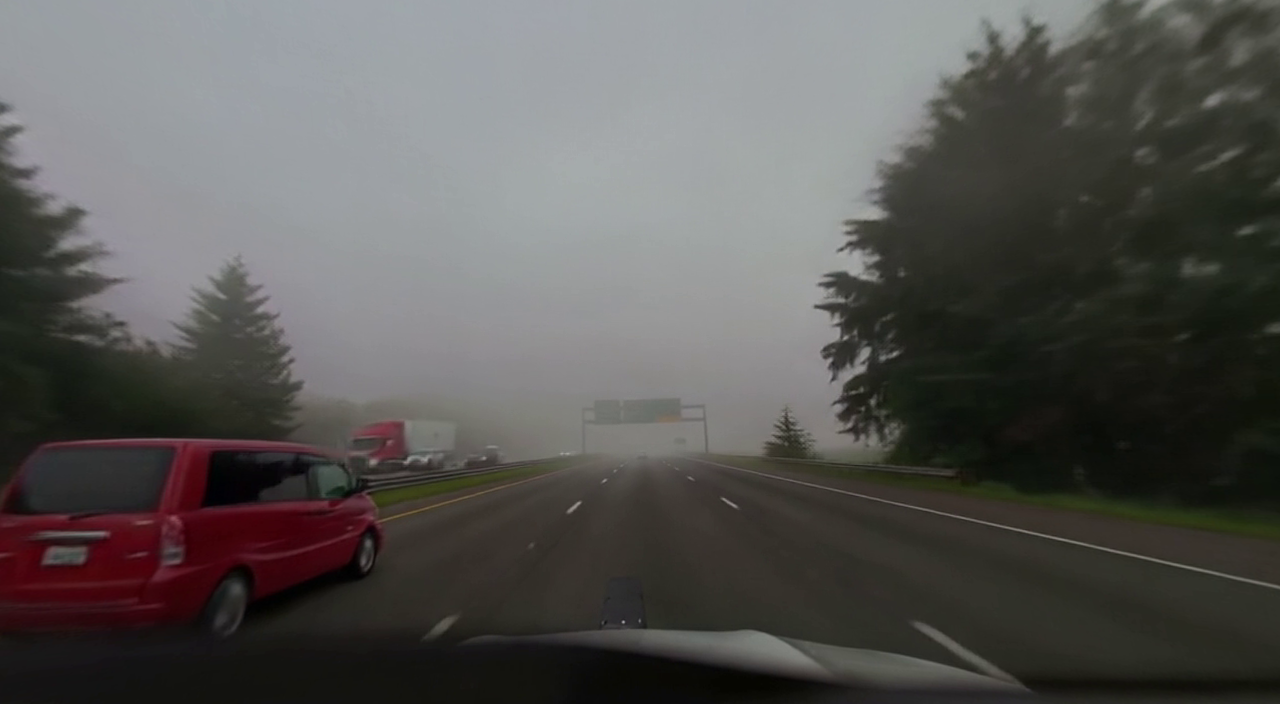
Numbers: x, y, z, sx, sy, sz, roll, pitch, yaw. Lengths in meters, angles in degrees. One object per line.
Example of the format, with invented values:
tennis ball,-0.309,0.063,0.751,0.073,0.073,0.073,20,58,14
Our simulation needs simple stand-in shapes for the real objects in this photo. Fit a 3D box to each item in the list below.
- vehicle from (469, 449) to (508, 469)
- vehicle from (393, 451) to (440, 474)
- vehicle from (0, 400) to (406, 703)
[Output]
vehicle,-11.166,7.908,46.748,1.921,1.444,3.819,0,-9,0
vehicle,-14.851,7.354,42.069,1.738,1.406,3.621,0,-9,1
vehicle,-3.514,1.282,4.887,1.815,1.500,4.036,0,-9,0
